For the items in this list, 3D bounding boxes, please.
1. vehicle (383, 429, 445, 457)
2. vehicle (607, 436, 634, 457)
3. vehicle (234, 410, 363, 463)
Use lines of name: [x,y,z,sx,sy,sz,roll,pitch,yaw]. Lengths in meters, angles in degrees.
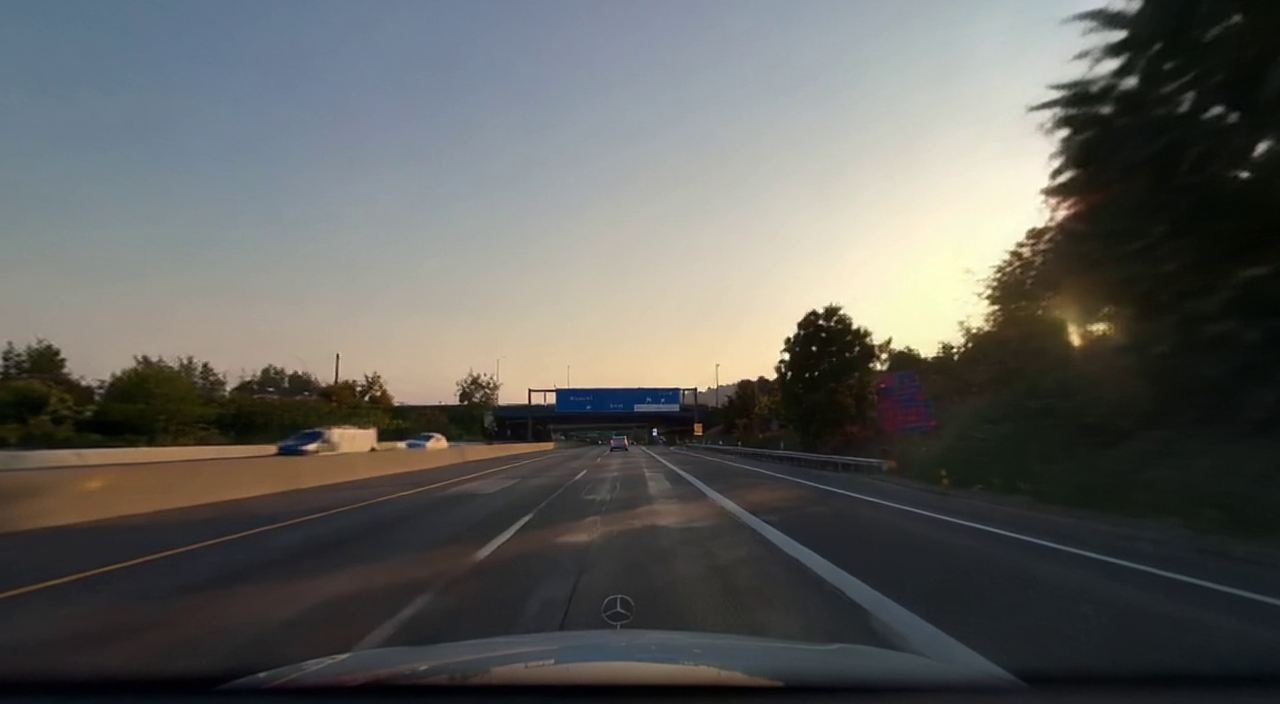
vehicle: [-13.261,5.375,37.196,1.932,1.559,4.753,0,-8,-1]
vehicle: [-1.487,7.132,47.710,2.025,1.519,3.924,0,-8,-2]
vehicle: [-16.616,4.229,31.260,2.640,2.346,6.904,0,-8,-1]
